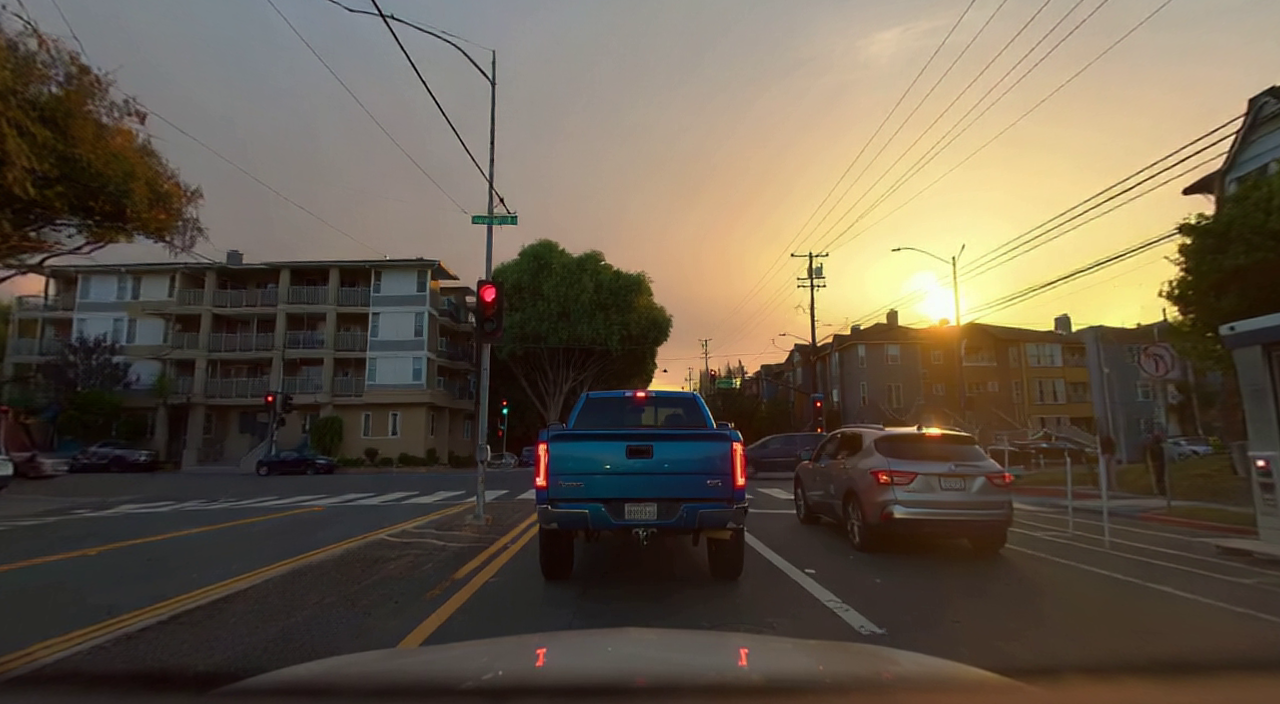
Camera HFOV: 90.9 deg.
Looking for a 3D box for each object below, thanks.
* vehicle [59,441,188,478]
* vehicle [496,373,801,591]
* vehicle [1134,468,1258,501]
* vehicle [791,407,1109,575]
[{"bbox_3d":[-24.866,5.182,30.475,4.563,1.692,1.778,0,-8,-1],"label":"vehicle"},{"bbox_3d":[0.106,1.547,8.309,2.738,1.959,5.070,0,-8,1],"label":"vehicle"},{"bbox_3d":[26.367,6.276,29.985,4.071,1.388,1.884,0,-8,1],"label":"vehicle"},{"bbox_3d":[3.849,1.816,9.097,2.131,1.759,4.762,0,-8,0],"label":"vehicle"}]
